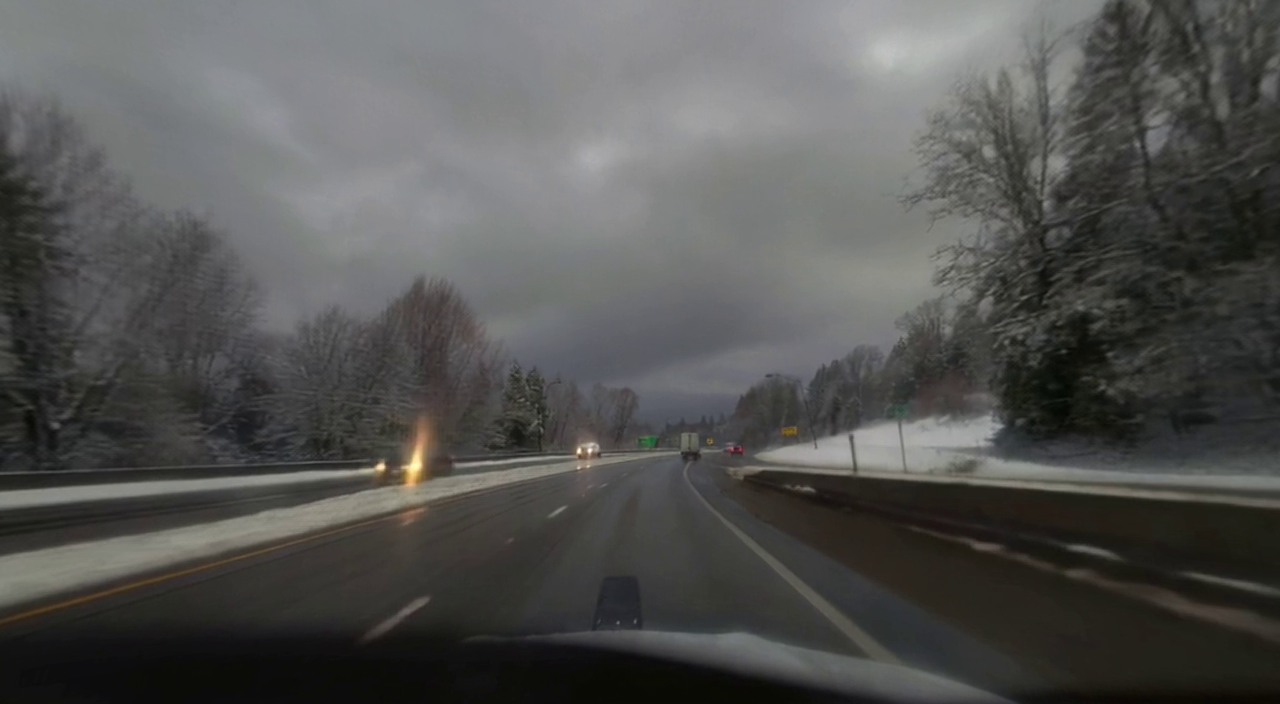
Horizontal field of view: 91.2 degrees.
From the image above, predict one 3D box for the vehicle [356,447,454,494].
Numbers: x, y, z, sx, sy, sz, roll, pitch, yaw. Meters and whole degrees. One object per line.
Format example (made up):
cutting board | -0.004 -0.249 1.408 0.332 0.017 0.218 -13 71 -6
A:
vehicle | -8.366 4.222 22.729 1.858 1.498 4.096 -1 -9 2
